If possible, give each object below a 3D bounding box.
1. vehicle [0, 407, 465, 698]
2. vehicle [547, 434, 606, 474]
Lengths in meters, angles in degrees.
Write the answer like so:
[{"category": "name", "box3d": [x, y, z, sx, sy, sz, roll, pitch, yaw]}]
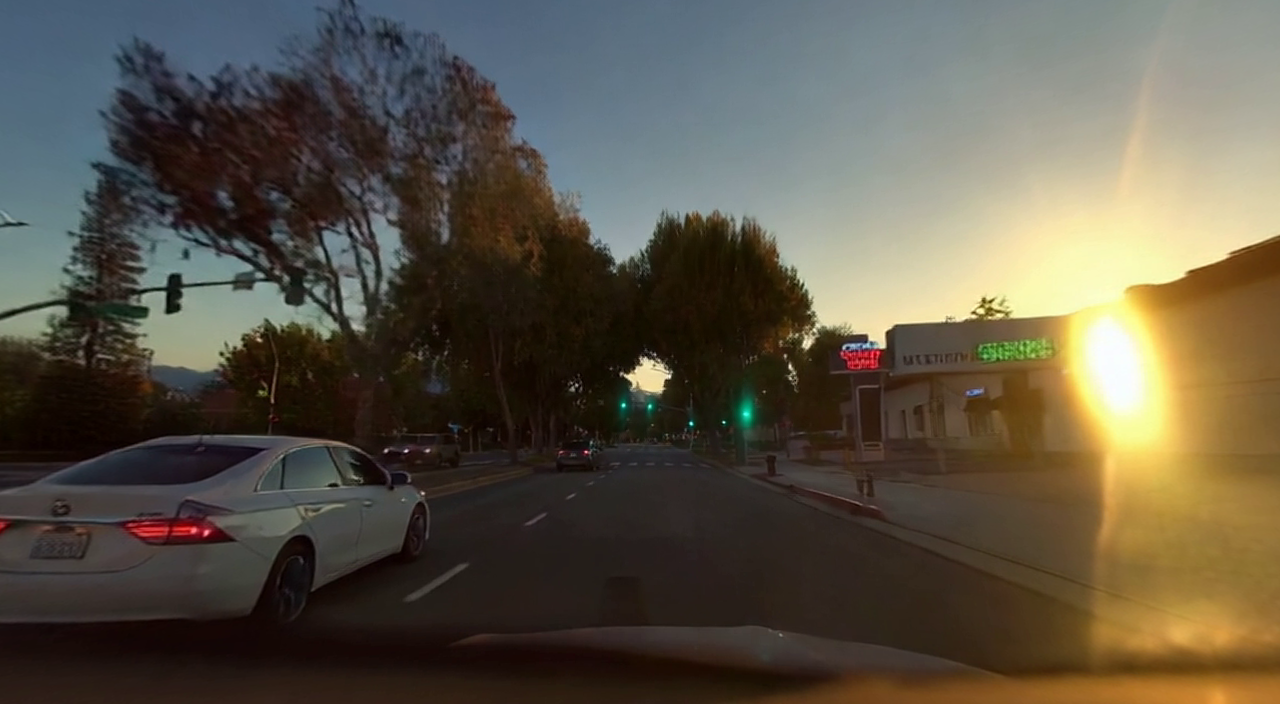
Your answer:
[{"category": "vehicle", "box3d": [-3.202, 1.356, 5.508, 2.018, 1.477, 4.401, 0, -8, 1]}, {"category": "vehicle", "box3d": [-2.828, 4.675, 29.088, 2.109, 1.692, 4.220, 0, -8, 3]}]
